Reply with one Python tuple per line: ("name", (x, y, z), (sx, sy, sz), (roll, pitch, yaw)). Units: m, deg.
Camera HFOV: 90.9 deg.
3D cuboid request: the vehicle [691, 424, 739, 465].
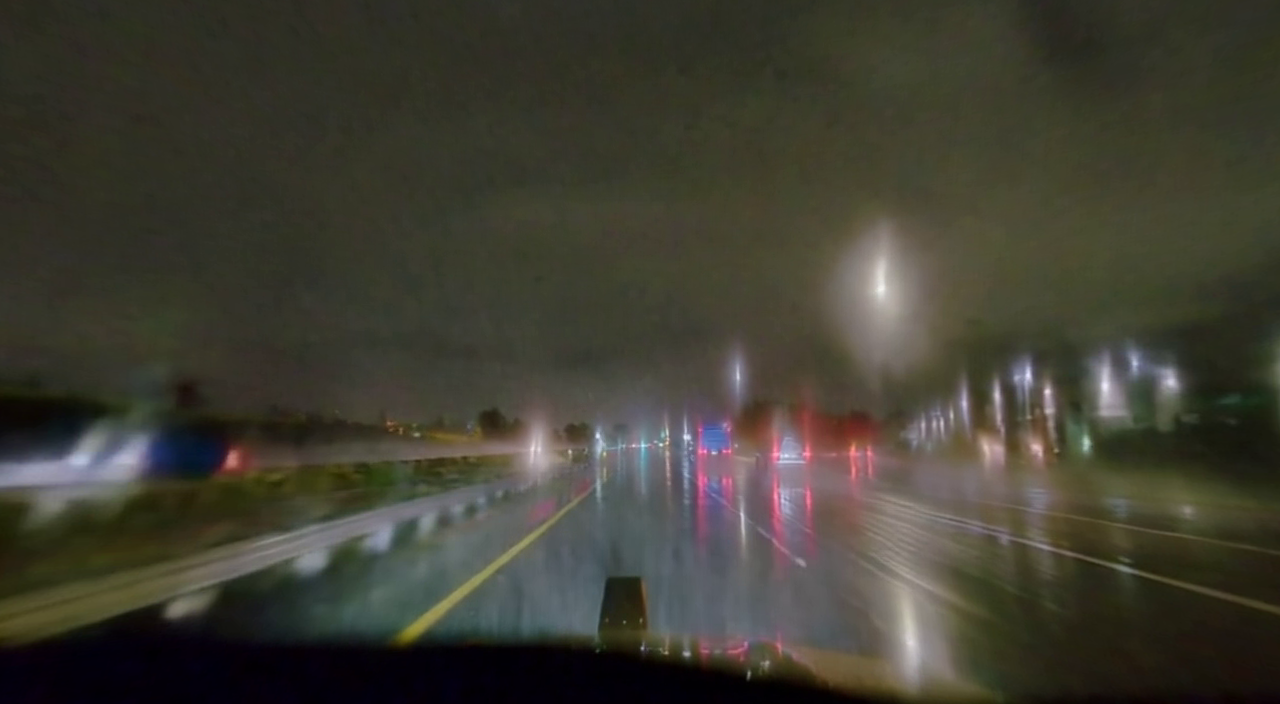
("vehicle", (4.945, 6.233, 42.452), (2.430, 2.495, 6.062), (0, -9, 0))
